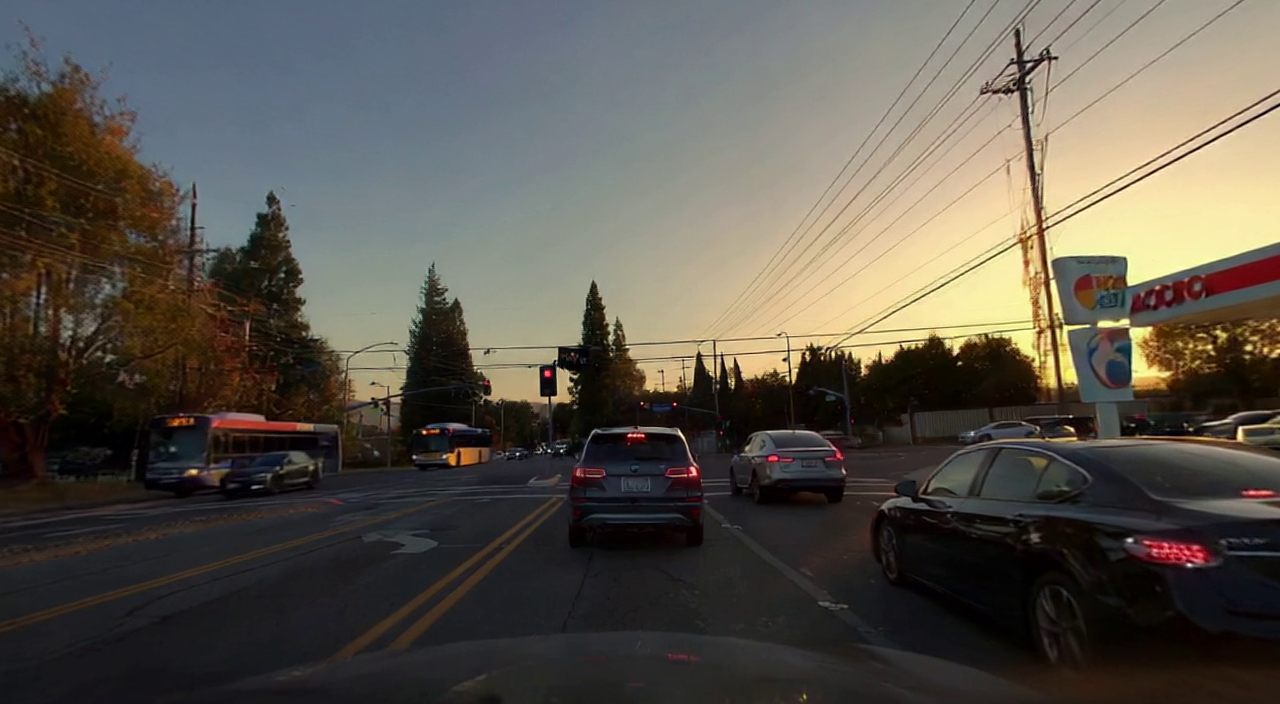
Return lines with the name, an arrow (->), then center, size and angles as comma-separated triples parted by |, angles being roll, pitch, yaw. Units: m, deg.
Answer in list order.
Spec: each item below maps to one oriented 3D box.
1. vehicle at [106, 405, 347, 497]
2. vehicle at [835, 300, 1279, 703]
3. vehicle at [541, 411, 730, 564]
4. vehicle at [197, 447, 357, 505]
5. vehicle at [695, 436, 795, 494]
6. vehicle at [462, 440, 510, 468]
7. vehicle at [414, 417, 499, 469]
vehicle -> -18.764, 4.732, 30.552 | 3.010, 3.475, 12.655 | 0, -9, 1
vehicle -> 3.085, 1.015, 4.359 | 2.049, 1.813, 4.245 | 0, -9, -1
vehicle -> -0.106, 1.801, 9.109 | 2.087, 1.677, 4.053 | 0, -9, -2
vehicle -> -10.413, 3.555, 18.648 | 1.976, 1.483, 4.630 | 0, -9, 0
vehicle -> 2.895, 3.237, 18.512 | 2.040, 1.481, 4.407 | 0, -9, -2
vehicle -> -10.600, 7.053, 43.797 | 2.163, 1.812, 4.686 | 0, -9, -1
vehicle -> -13.915, 7.169, 49.381 | 3.031, 3.513, 12.586 | 0, -9, -1
